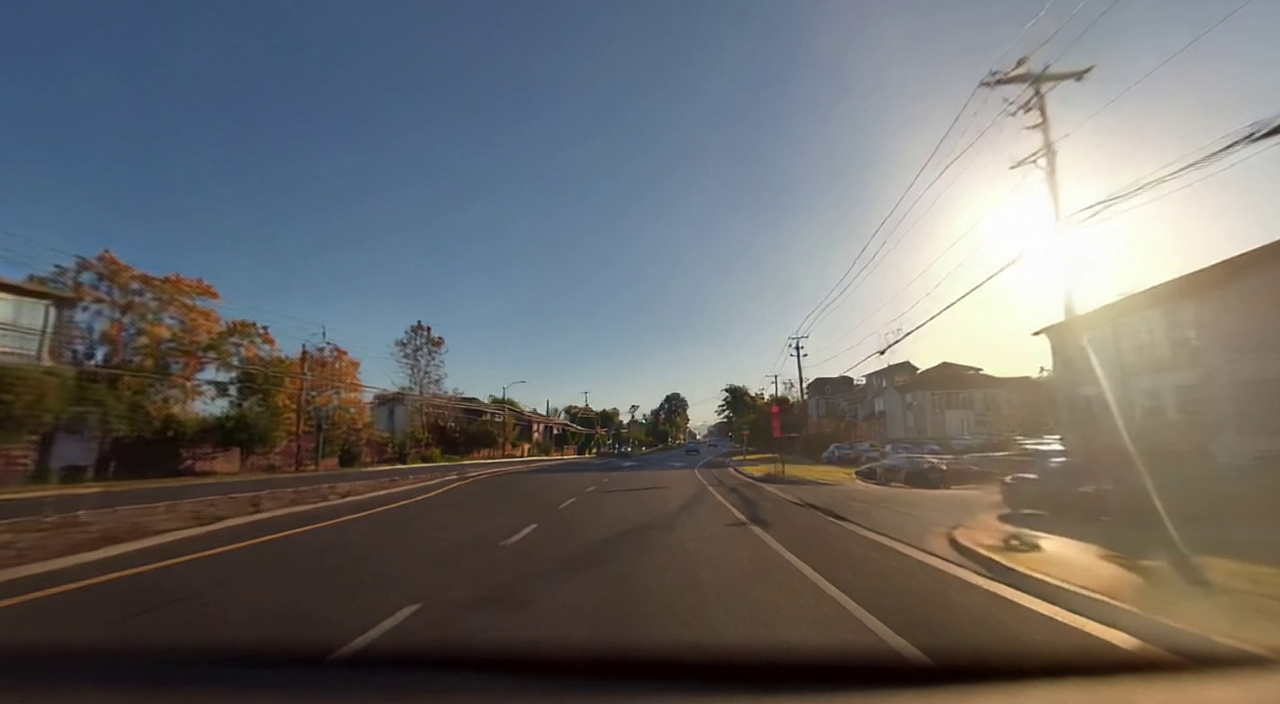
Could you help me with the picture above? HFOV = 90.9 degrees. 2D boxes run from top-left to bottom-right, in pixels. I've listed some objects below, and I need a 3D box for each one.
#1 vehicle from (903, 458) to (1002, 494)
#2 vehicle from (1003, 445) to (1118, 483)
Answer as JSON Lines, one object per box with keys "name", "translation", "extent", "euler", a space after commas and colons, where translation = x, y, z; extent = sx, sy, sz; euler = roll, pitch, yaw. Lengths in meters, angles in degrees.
{"name": "vehicle", "translation": [14.599, 5.738, 29.413], "extent": [4.475, 1.492, 1.925], "euler": [5, -10, -30]}
{"name": "vehicle", "translation": [22.176, 5.898, 33.559], "extent": [2.119, 1.874, 4.855], "euler": [2, -9, -12]}
